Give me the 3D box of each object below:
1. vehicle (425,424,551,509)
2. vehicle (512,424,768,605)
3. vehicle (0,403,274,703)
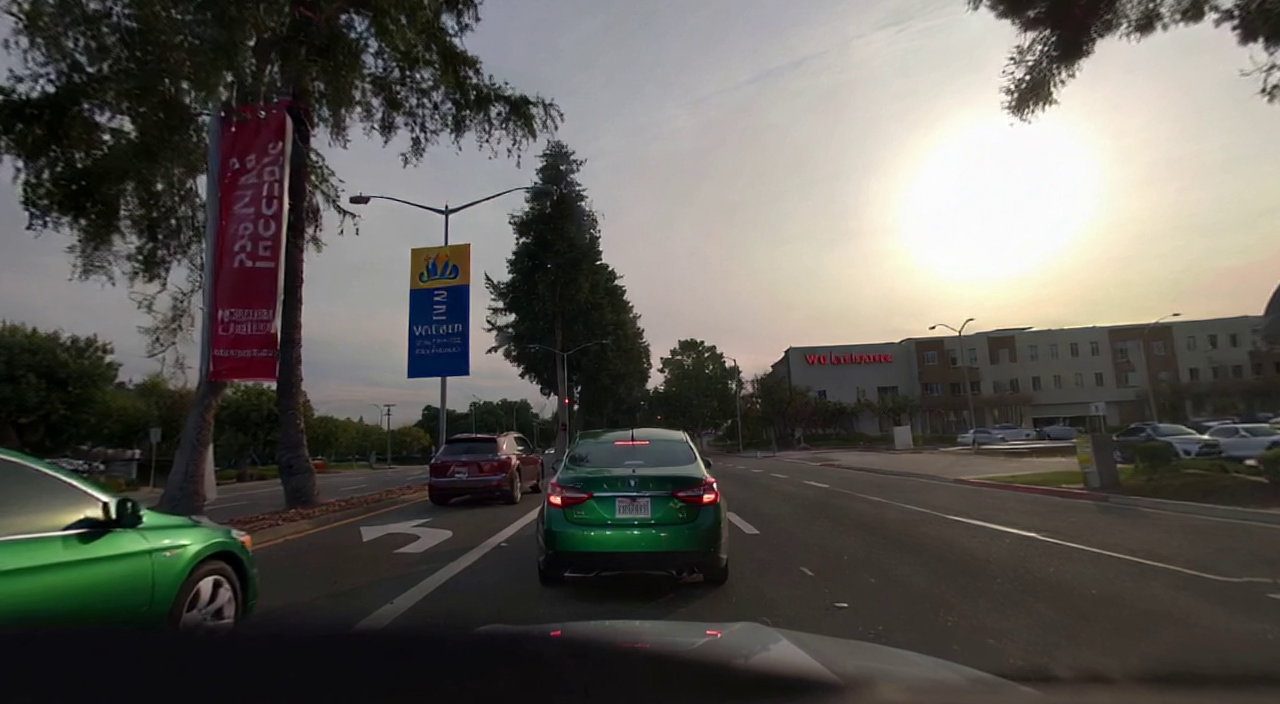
[{"bbox_3d":[-3.441,2.683,15.222,2.046,1.751,4.208,0,-8,-1],"label":"vehicle"},{"bbox_3d":[-0.057,1.645,7.304,2.126,1.475,3.967,0,-8,-2],"label":"vehicle"},{"bbox_3d":[-3.493,0.890,2.055,1.961,1.487,4.453,0,-8,-1],"label":"vehicle"}]
